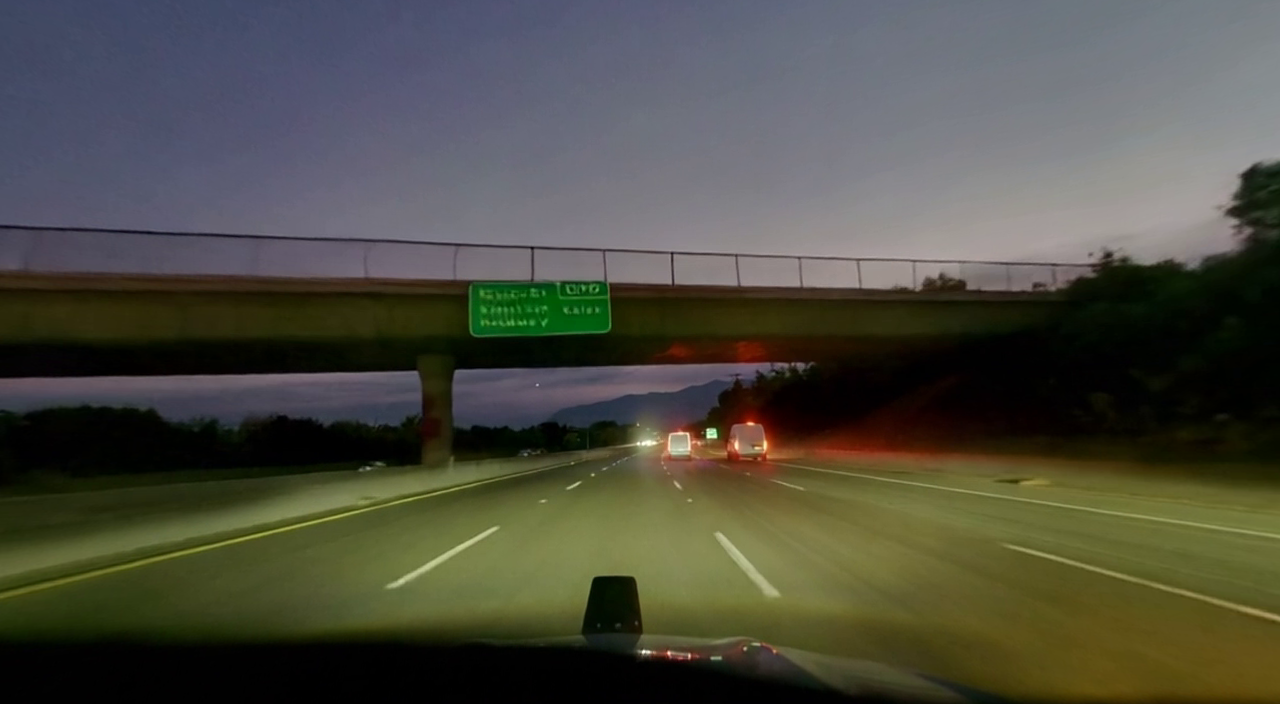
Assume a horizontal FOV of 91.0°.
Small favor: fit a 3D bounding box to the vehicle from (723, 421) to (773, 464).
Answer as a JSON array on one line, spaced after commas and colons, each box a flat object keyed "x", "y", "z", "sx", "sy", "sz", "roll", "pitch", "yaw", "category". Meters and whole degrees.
[{"x": 7.589, "y": 6.455, "z": 45.035, "sx": 2.379, "sy": 2.819, "sz": 6.294, "roll": 0, "pitch": -8, "yaw": 0, "category": "vehicle"}]
